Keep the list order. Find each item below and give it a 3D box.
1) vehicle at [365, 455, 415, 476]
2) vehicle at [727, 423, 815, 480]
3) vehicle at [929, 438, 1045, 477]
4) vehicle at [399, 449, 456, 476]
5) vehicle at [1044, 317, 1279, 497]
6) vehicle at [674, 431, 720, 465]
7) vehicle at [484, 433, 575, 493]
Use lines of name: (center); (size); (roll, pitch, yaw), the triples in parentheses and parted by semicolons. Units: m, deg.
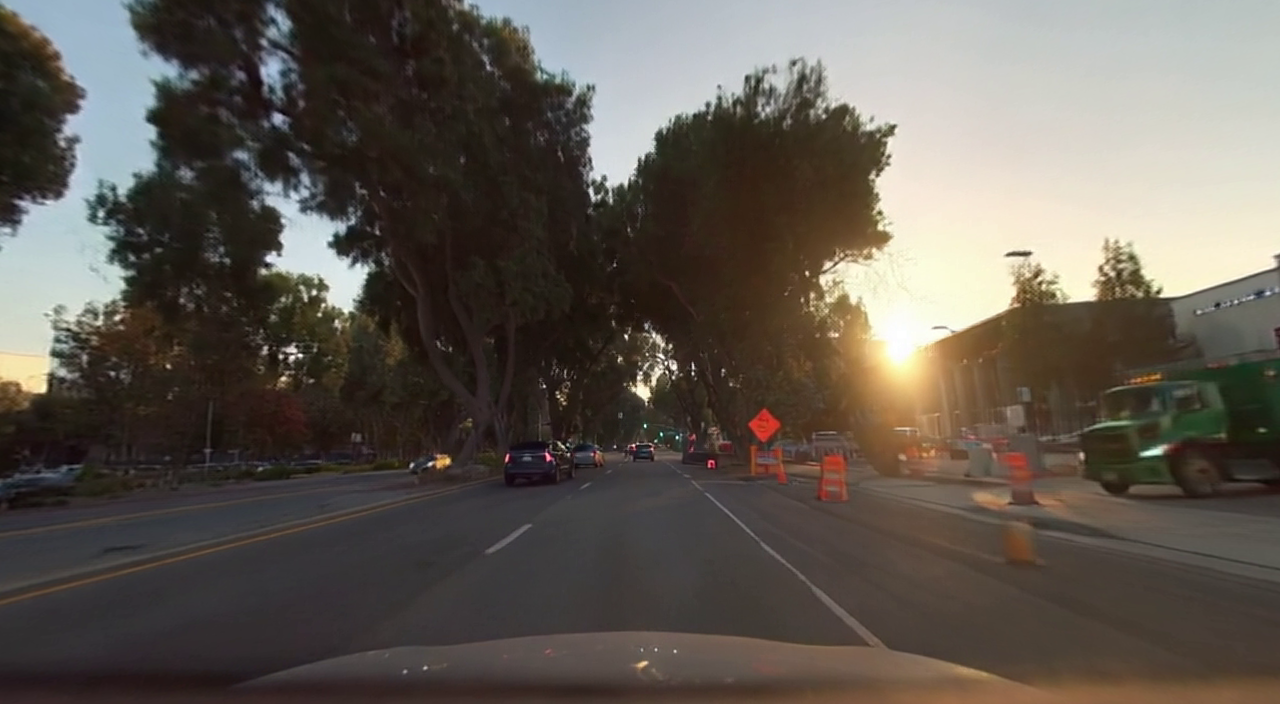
vehicle: (-18.886, 8.570, 47.791); (1.875, 1.475, 4.429); (0, -9, 2)
vehicle: (5.663, 4.461, 28.464); (2.653, 2.231, 6.793); (0, -9, 1)
vehicle: (14.166, 4.326, 26.104); (1.969, 1.457, 4.719); (0, -9, -2)
vehicle: (-13.339, 6.941, 39.806); (1.826, 1.553, 4.293); (-1, -9, 5)
vehicle: (14.864, 1.332, 14.525); (8.949, 3.673, 3.044); (1, -8, -2)
vehicle: (4.363, 7.590, 49.995); (2.760, 2.465, 7.936); (0, -9, -2)
vehicle: (-3.375, 3.503, 20.250); (2.038, 1.682, 4.399); (0, -9, 1)
